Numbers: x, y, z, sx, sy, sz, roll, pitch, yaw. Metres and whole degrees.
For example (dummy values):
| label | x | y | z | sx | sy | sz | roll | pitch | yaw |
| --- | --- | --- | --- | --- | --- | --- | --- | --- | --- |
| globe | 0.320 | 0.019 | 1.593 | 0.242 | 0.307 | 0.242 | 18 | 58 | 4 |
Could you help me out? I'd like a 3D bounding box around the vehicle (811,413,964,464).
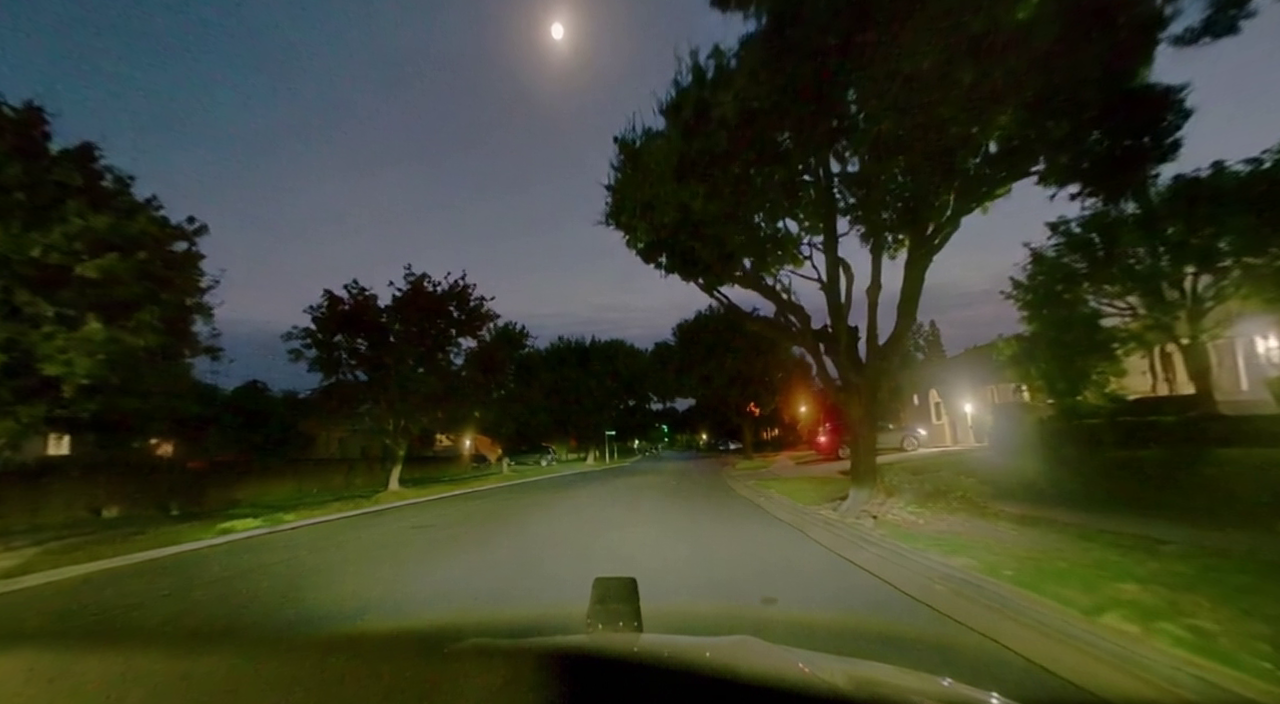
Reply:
| label | x | y | z | sx | sy | sz | roll | pitch | yaw |
| --- | --- | --- | --- | --- | --- | --- | --- | --- | --- |
| vehicle | 11.341 | 4.051 | 29.483 | 6.053 | 2.240 | 2.582 | -1 | -9 | 6 |
